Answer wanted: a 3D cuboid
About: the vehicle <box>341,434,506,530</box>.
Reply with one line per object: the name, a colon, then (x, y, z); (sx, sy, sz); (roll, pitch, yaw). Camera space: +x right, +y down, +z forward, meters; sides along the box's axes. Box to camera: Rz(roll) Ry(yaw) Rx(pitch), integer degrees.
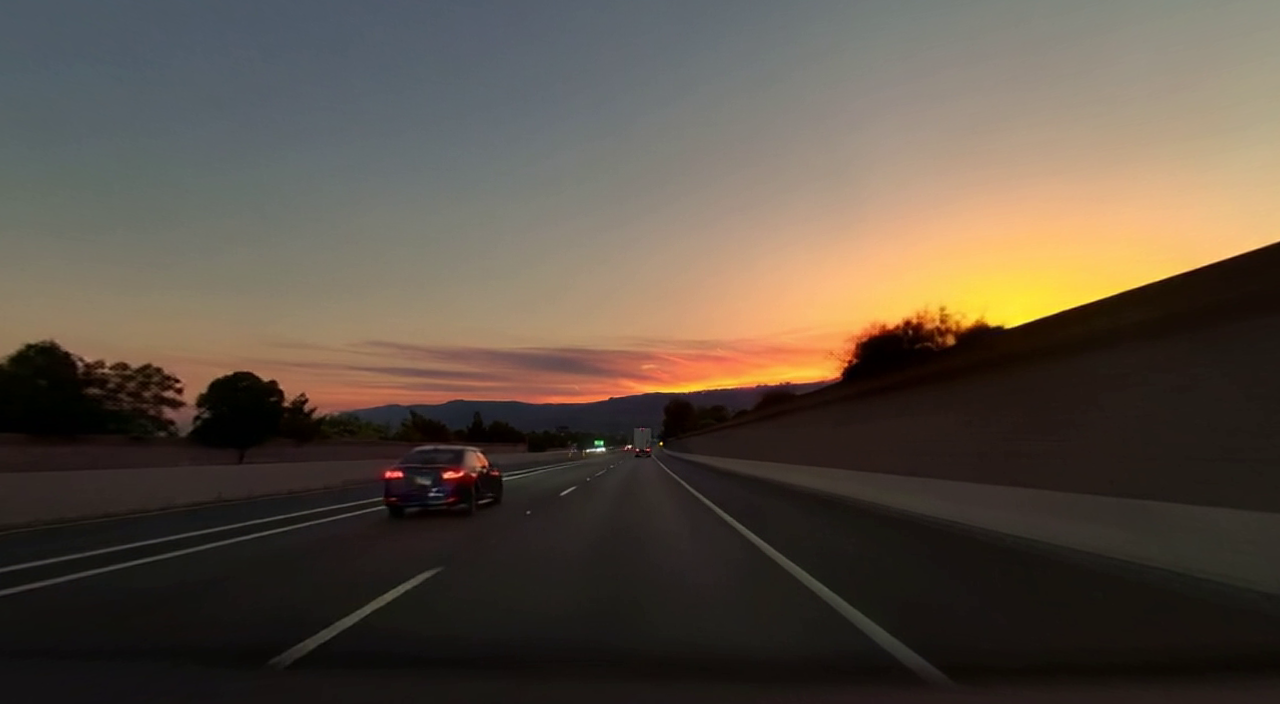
vehicle: (-3.964, 2.428, 12.299); (1.880, 1.569, 3.714); (0, -9, 0)
